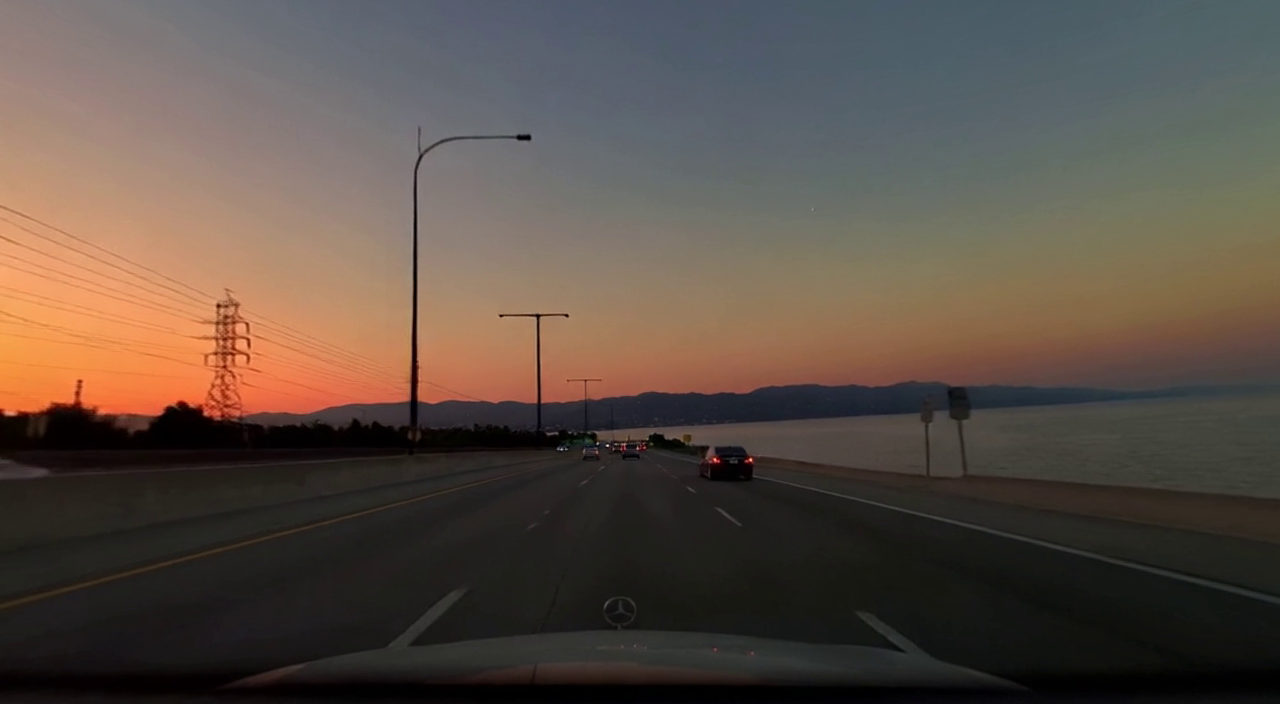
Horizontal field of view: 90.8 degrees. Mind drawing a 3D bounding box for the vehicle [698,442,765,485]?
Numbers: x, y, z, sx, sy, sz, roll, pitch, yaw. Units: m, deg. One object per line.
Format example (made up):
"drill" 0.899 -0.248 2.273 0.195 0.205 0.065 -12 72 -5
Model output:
"vehicle" 3.445 4.276 24.595 1.890 1.490 4.373 0 -8 -1
